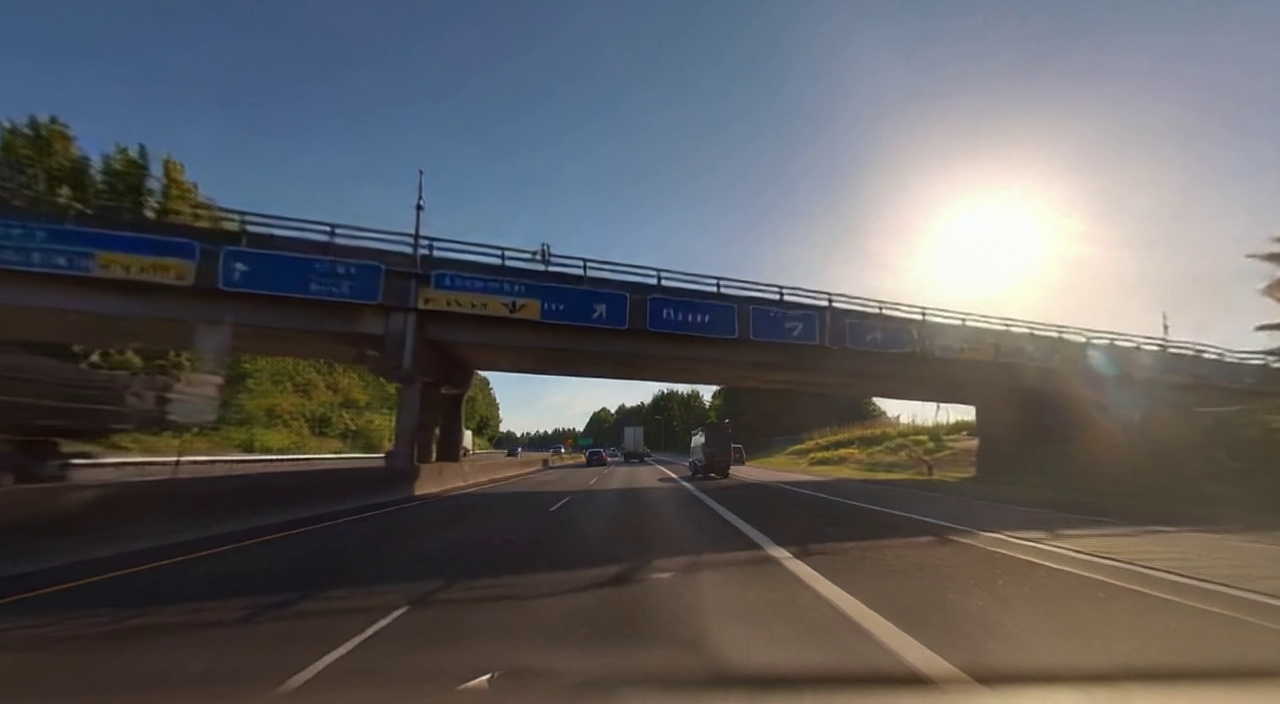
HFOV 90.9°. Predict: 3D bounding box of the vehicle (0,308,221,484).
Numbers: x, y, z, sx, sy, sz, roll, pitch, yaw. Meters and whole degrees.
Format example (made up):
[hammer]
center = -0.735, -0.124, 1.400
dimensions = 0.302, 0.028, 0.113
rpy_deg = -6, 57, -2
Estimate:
[vehicle]
center = -15.830, 0.932, 13.825
dimensions = 2.913, 3.891, 14.844
rpy_deg = 0, -9, 1
